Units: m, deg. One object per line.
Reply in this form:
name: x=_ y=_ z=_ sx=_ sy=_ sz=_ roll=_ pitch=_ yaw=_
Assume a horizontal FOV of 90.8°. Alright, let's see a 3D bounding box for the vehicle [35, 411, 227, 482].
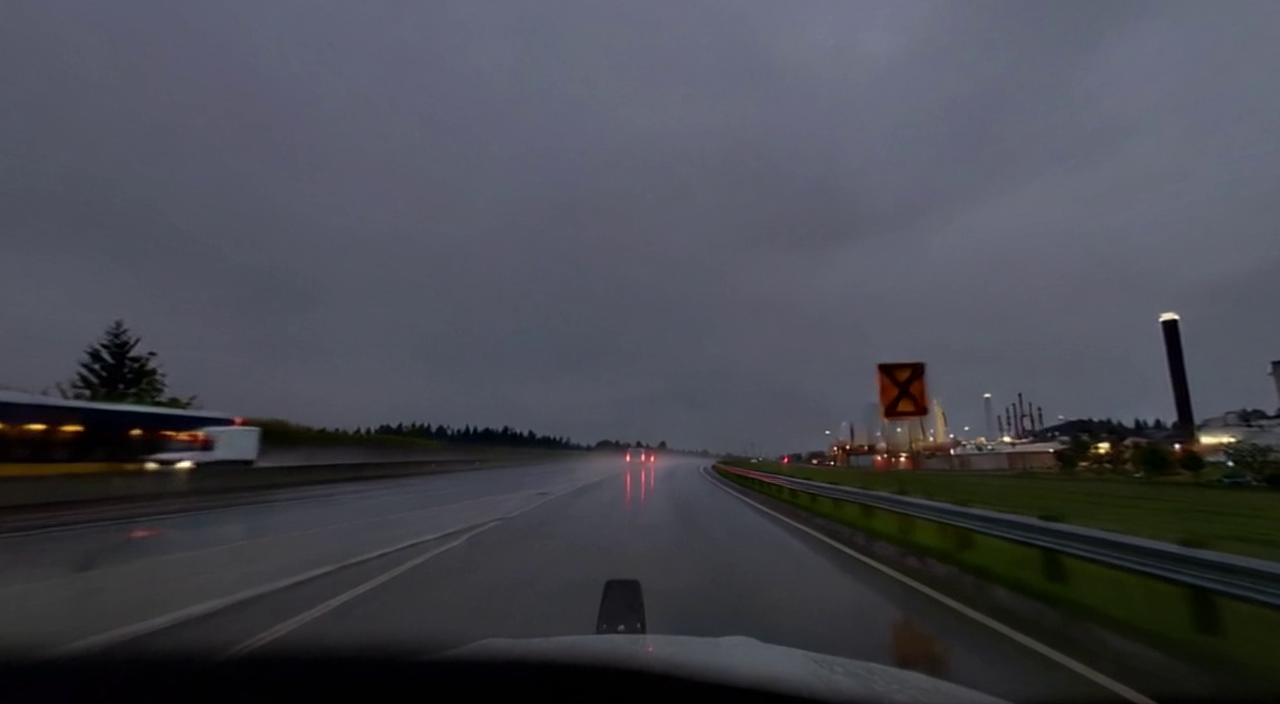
vehicle: x=-24.404 y=4.665 z=30.880 sx=2.744 sy=3.031 sz=7.113 roll=-1 pitch=-9 yaw=8
